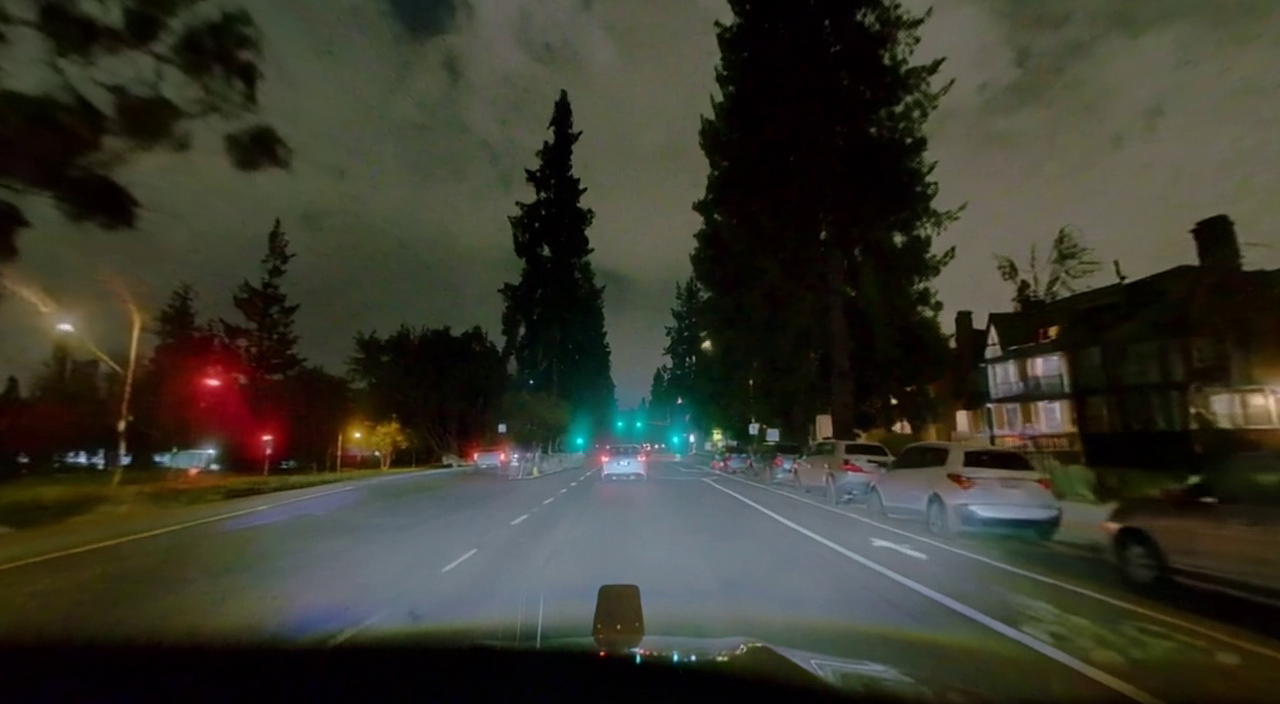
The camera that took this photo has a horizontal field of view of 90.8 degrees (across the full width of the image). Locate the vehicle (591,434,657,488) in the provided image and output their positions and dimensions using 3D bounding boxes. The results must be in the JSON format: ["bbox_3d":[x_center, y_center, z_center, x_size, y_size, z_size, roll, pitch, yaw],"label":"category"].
[{"bbox_3d":[-0.544,3.735,21.966,2.070,1.698,3.925,0,-9,-1],"label":"vehicle"}]

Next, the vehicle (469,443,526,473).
[{"bbox_3d":[-7.591,5.667,34.082,2.105,1.474,4.808,0,-8,-2],"label":"vehicle"}]

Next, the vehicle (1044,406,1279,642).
[{"bbox_3d":[5.776,1.319,4.931,1.930,1.752,5.039,0,-9,1],"label":"vehicle"}]

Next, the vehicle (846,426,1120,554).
[{"bbox_3d":[5.392,2.205,10.867,2.018,1.708,4.541,0,-9,-2],"label":"vehicle"}]
